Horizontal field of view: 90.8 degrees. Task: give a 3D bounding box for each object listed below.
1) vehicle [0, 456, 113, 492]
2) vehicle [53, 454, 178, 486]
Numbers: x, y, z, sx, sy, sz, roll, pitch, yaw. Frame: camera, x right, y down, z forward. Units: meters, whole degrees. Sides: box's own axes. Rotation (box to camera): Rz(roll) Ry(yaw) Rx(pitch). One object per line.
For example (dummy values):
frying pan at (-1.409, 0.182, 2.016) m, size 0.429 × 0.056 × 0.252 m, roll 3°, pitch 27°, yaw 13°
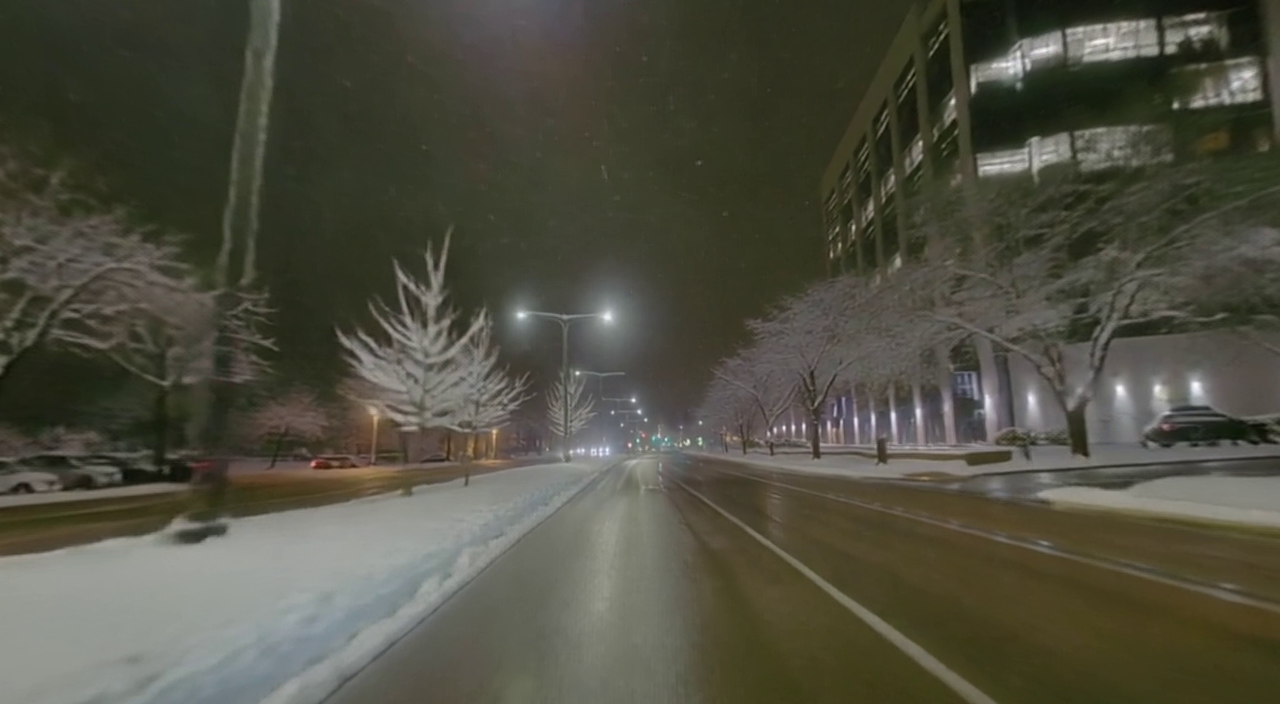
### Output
vehicle at (-26.446, 5.368, 27.997) m, size 4.401 × 1.431 × 1.877 m, roll 5°, pitch -10°, yaw -32°
vehicle at (-26.534, 5.959, 32.181) m, size 4.405 × 1.469 × 2.047 m, roll 4°, pitch -9°, yaw -25°
